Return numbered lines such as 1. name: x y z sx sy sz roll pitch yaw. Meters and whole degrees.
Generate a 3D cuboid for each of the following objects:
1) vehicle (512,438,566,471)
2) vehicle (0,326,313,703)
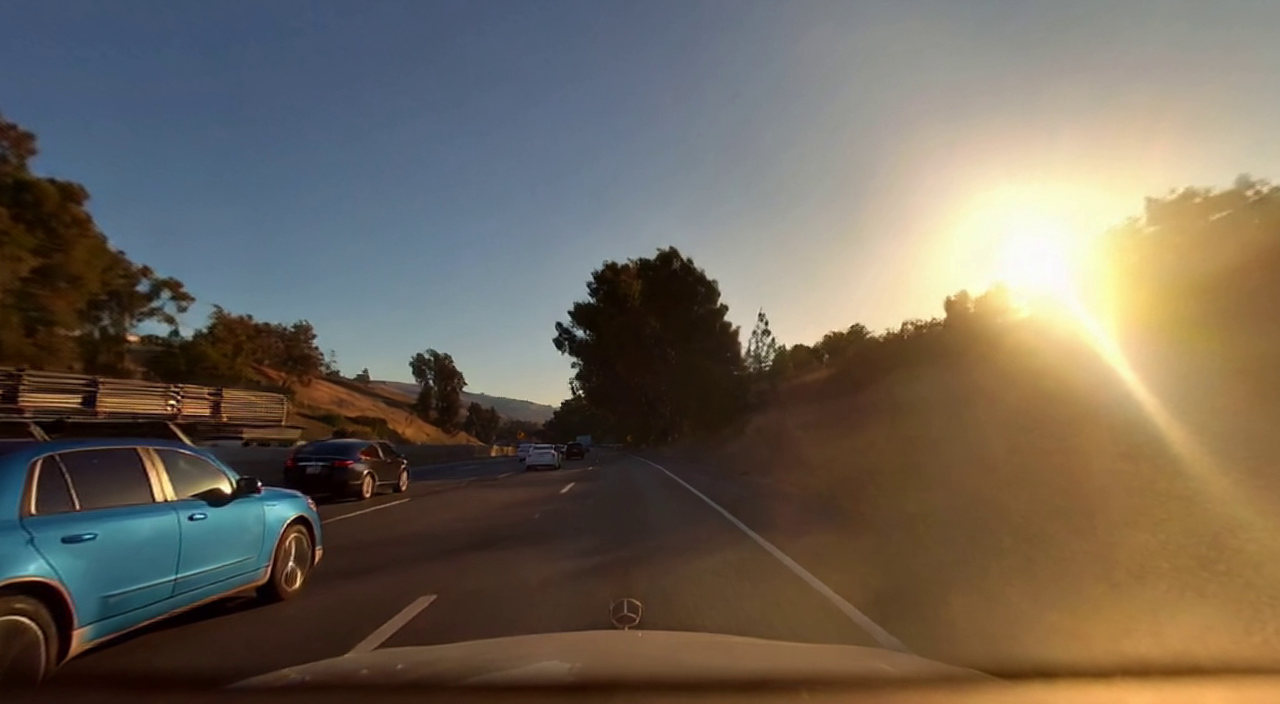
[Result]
1. vehicle: -5.013 5.151 31.832 2.012 1.509 4.359 0 -8 0
2. vehicle: -3.910 0.797 2.742 2.200 1.807 5.041 0 -8 1
